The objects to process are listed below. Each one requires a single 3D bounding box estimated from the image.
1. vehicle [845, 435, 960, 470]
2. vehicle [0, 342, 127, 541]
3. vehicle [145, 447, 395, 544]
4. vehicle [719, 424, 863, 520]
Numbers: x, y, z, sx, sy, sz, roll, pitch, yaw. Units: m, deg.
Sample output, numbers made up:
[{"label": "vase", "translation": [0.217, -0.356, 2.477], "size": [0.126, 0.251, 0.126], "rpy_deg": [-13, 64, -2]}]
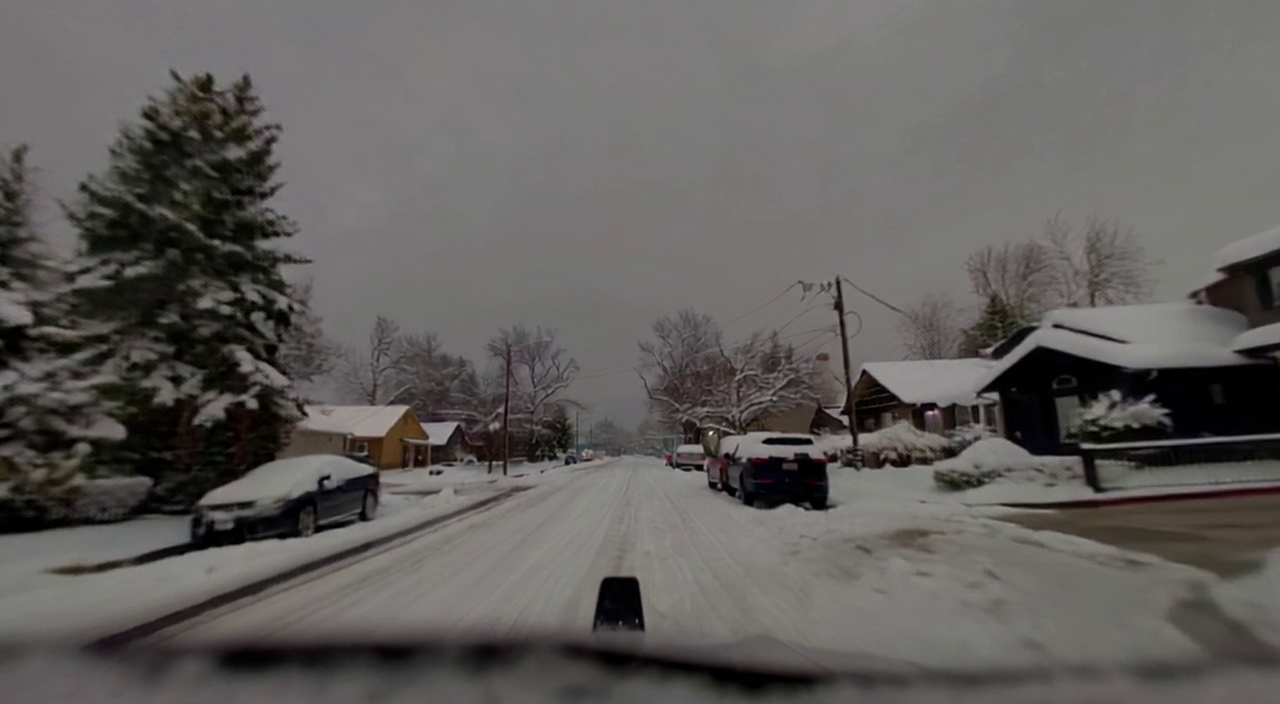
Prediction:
[{"label": "vehicle", "translation": [11.446, 4.426, 27.717], "size": [4.111, 1.459, 2.214], "rpy_deg": [-1, -8, 4]}, {"label": "vehicle", "translation": [-13.799, 1.665, 11.296], "size": [6.585, 3.247, 3.011], "rpy_deg": [-2, -7, 2]}, {"label": "vehicle", "translation": [-6.762, 2.772, 12.268], "size": [2.071, 1.481, 4.425], "rpy_deg": [-1, -12, 2]}, {"label": "vehicle", "translation": [3.293, 2.740, 14.990], "size": [2.262, 1.870, 4.948], "rpy_deg": [0, -8, 1]}]
